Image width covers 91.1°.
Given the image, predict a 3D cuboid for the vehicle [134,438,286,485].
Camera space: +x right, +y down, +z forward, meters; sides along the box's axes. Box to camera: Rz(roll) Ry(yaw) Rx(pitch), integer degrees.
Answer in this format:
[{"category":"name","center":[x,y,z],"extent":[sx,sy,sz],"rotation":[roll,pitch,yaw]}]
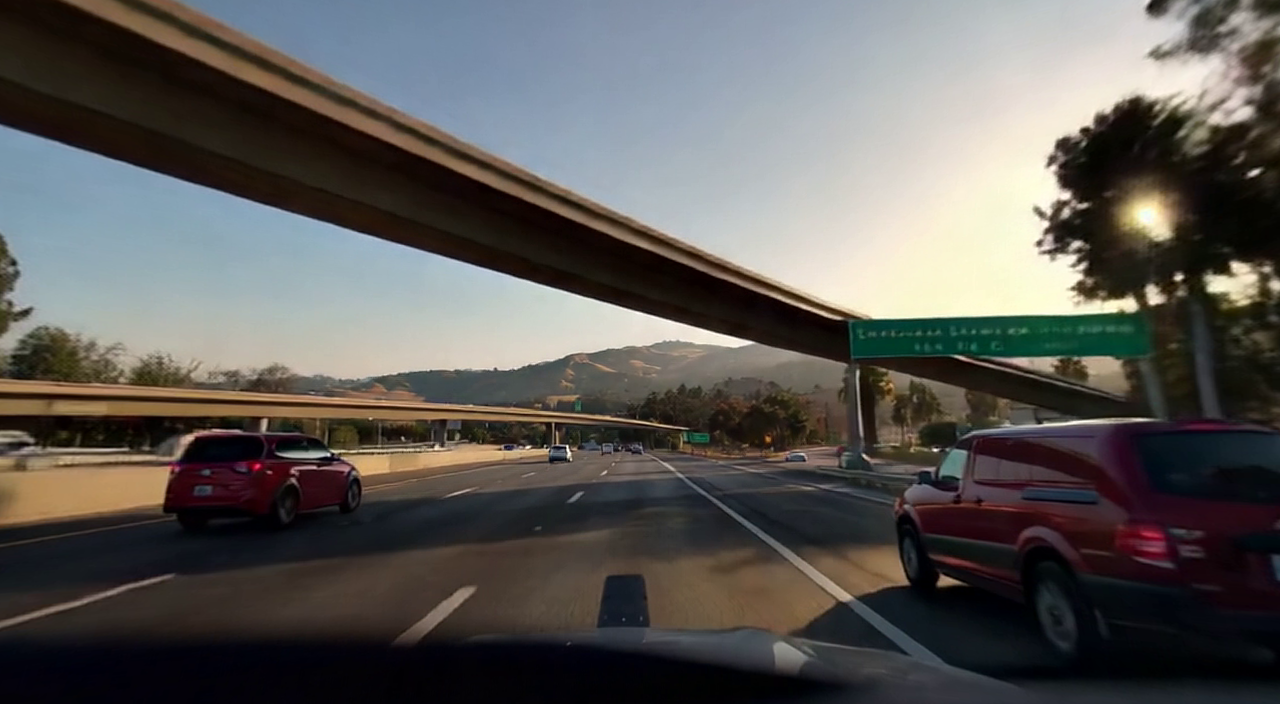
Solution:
[{"category":"vehicle","center":[-15.975,4.063,23.770],"extent":[2.136,1.576,5.013],"rotation":[0,-8,1]}]
